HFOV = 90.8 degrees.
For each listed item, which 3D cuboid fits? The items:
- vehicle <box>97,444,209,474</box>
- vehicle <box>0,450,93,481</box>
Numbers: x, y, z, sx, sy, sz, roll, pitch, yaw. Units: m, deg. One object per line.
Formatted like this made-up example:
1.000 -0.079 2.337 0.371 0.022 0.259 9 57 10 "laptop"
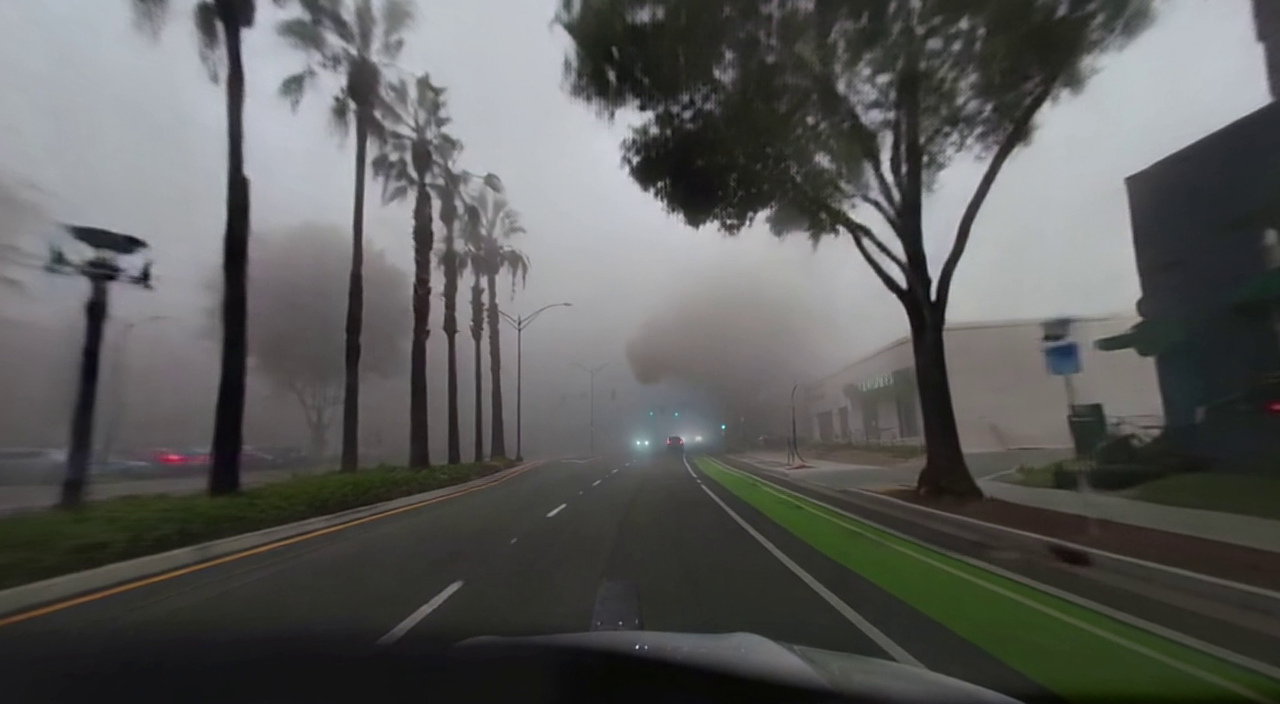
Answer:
-30.281 6.671 39.382 5.174 1.778 2.292 -1 -8 3 "vehicle"
-30.262 5.664 31.574 4.479 1.465 1.772 -1 -9 7 "vehicle"
